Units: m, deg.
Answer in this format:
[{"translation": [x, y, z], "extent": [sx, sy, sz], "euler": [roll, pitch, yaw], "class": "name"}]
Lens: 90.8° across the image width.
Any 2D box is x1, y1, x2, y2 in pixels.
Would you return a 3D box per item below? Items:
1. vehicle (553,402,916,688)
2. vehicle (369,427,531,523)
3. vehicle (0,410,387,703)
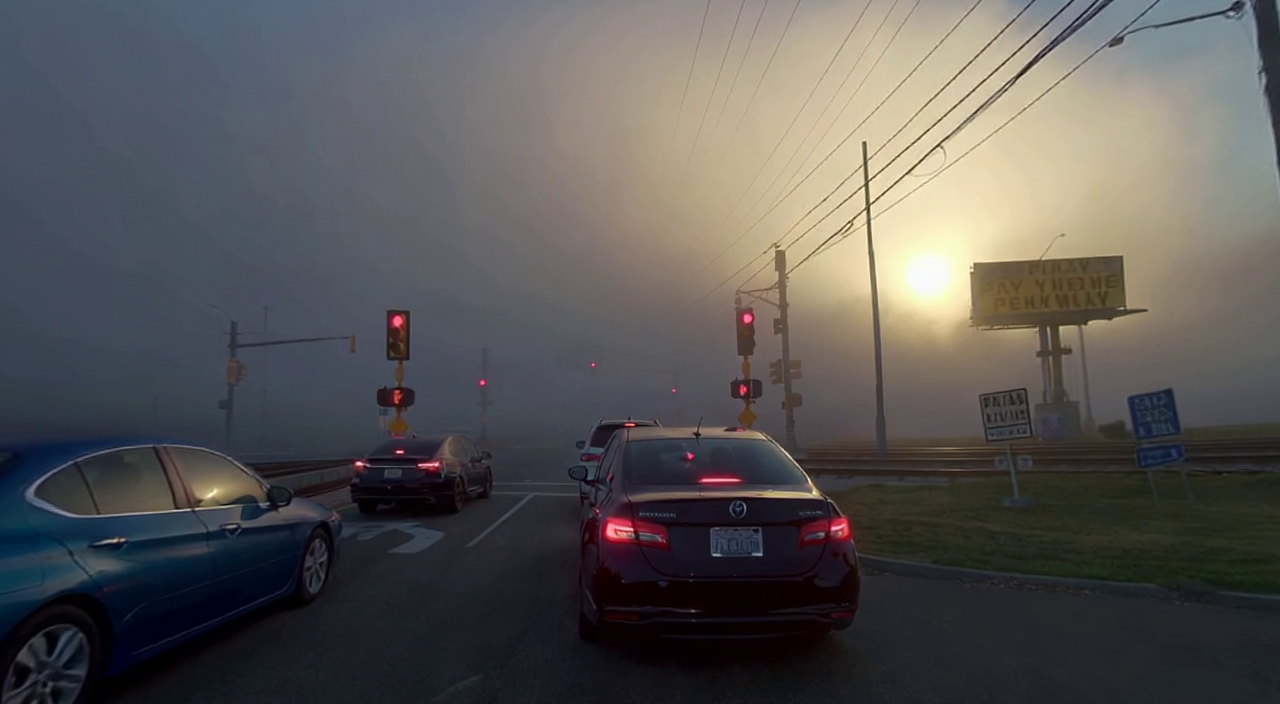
[{"translation": [0.402, 1.343, 5.506], "extent": [1.998, 1.529, 3.960], "euler": [1, -9, -4], "class": "vehicle"}, {"translation": [-3.361, 2.263, 12.086], "extent": [1.984, 1.505, 3.982], "euler": [0, -9, -2], "class": "vehicle"}, {"translation": [-3.713, 1.252, 4.462], "extent": [1.956, 1.468, 4.585], "euler": [0, -9, 0], "class": "vehicle"}]
